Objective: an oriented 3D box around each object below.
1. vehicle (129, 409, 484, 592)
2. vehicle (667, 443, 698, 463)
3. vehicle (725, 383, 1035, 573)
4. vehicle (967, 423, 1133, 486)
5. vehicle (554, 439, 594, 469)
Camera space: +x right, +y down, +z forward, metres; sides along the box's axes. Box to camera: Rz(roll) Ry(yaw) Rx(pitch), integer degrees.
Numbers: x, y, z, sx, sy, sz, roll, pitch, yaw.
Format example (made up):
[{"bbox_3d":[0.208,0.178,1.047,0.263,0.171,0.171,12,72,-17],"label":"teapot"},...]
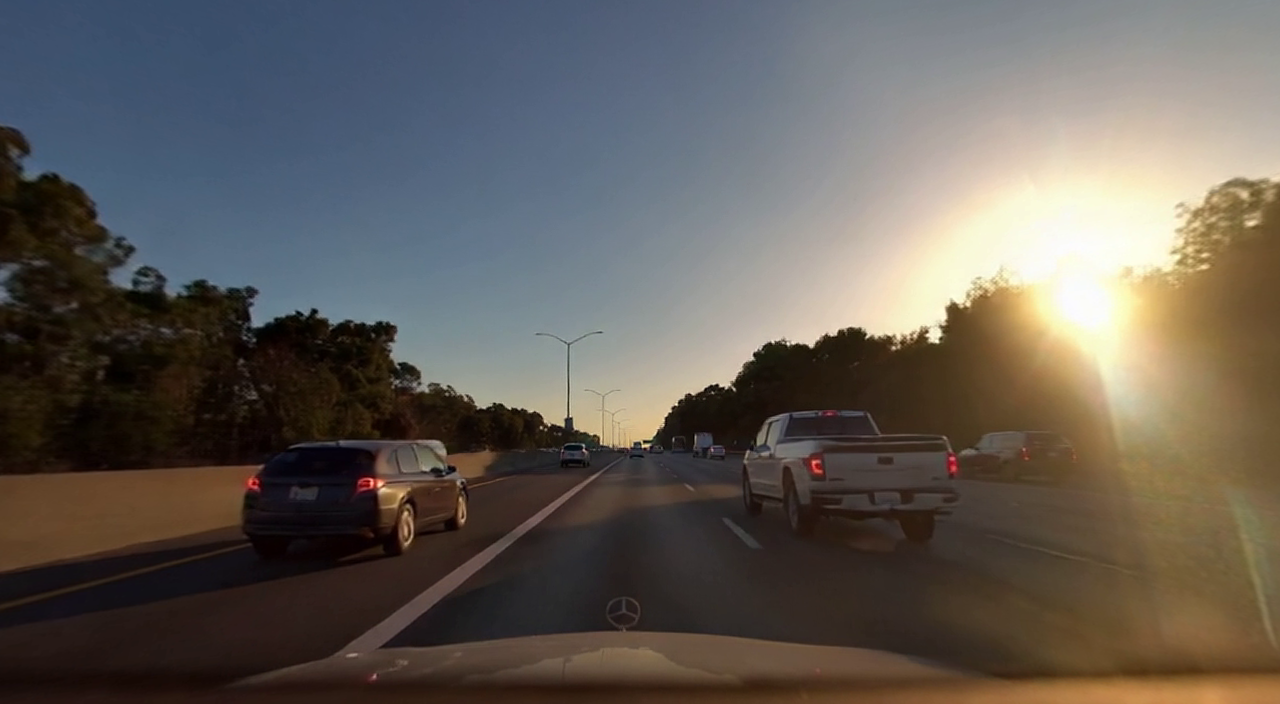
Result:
[{"bbox_3d":[-3.592,1.679,8.016,2.119,1.654,4.353,0,-8,0],"label":"vehicle"},{"bbox_3d":[3.267,7.773,48.941,2.007,1.469,4.337,0,-8,-1],"label":"vehicle"},{"bbox_3d":[2.755,1.659,9.138,2.200,1.870,5.649,0,-8,-1],"label":"vehicle"},{"bbox_3d":[13.151,3.332,20.751,2.076,1.799,4.871,0,-8,-1],"label":"vehicle"},{"bbox_3d":[-3.913,6.113,38.026,1.992,1.651,4.185,0,-8,0],"label":"vehicle"}]
